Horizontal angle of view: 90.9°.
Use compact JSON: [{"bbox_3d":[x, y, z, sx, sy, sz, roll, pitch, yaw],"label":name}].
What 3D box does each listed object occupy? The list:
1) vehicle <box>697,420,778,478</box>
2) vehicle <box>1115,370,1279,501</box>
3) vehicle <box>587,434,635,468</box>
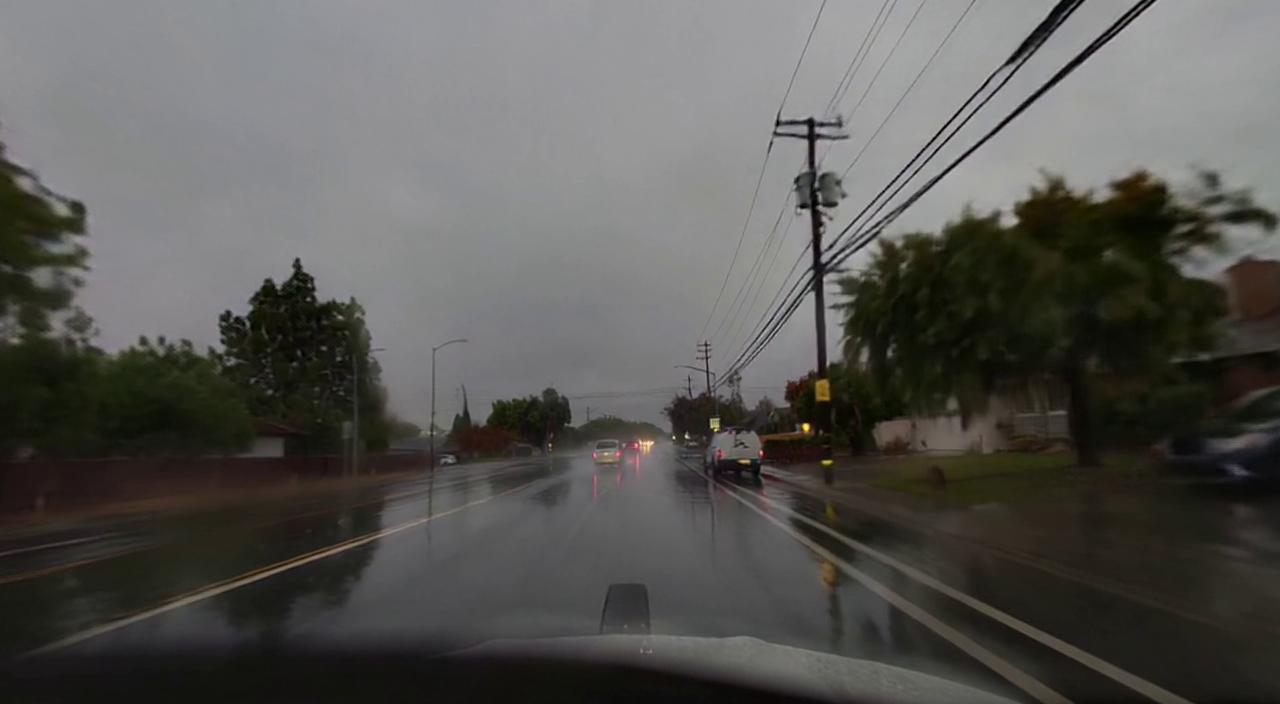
[{"bbox_3d":[4.080,4.234,27.564,2.622,2.137,6.267,1,-9,1],"label":"vehicle"},{"bbox_3d":[11.226,1.119,10.250,5.042,1.803,2.134,-7,-9,0],"label":"vehicle"},{"bbox_3d":[-1.606,5.748,36.716,2.327,1.861,4.941,-1,-9,2],"label":"vehicle"}]
